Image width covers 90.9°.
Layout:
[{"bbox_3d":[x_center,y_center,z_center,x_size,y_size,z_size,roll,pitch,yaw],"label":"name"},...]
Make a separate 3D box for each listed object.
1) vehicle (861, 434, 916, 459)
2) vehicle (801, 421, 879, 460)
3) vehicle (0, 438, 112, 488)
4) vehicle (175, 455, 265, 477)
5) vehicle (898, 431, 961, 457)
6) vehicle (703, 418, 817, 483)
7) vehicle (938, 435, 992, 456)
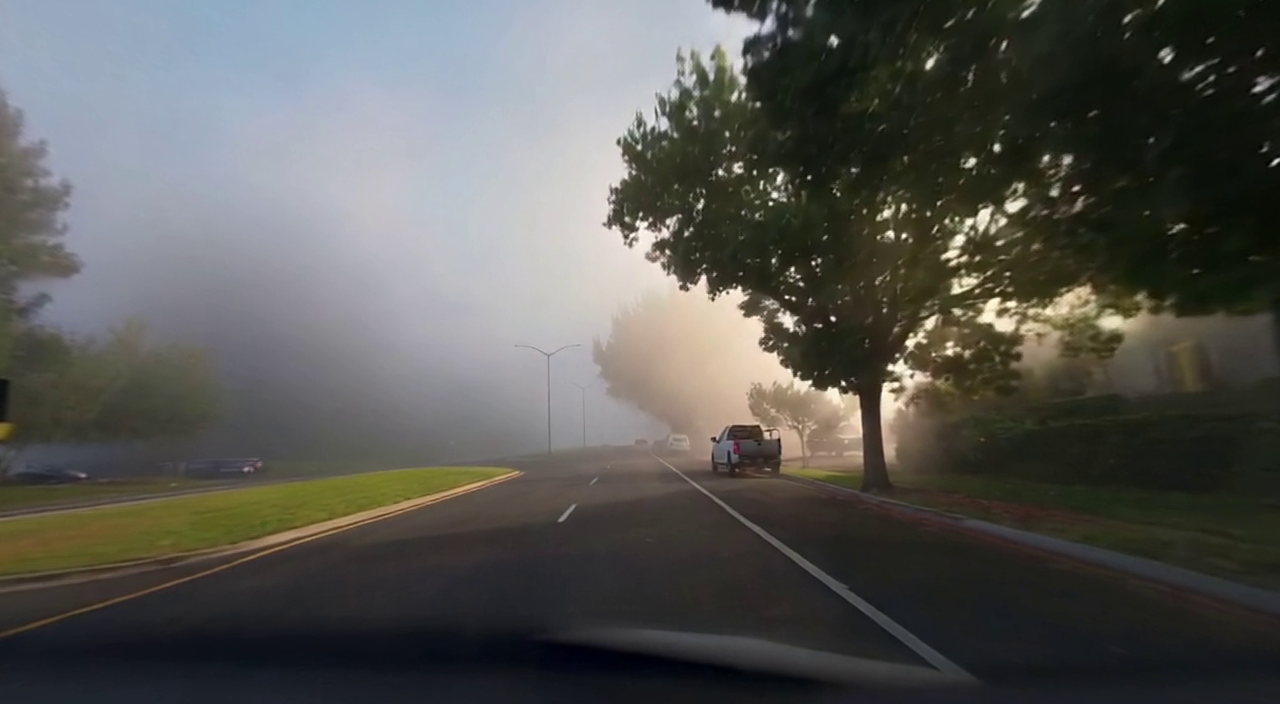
[{"bbox_3d":[19.323,7.363,49.386,2.084,1.777,5.407,0,-8,0],"label":"vehicle"},{"bbox_3d":[11.052,4.978,35.385,2.197,1.923,5.799,2,-8,-3],"label":"vehicle"},{"bbox_3d":[-35.349,6.457,36.860,6.147,2.763,2.919,0,-8,-2],"label":"vehicle"},{"bbox_3d":[-29.124,7.913,43.867,4.719,1.433,1.995,0,-8,-5],"label":"vehicle"},{"bbox_3d":[22.612,7.232,49.569,2.313,1.900,5.397,0,-8,-1],"label":"vehicle"},{"bbox_3d":[3.825,3.307,21.428,2.493,1.896,5.433,0,-8,-3],"label":"vehicle"},{"bbox_3d":[25.383,7.298,49.344,1.896,1.538,4.080,0,-8,-2],"label":"vehicle"}]
